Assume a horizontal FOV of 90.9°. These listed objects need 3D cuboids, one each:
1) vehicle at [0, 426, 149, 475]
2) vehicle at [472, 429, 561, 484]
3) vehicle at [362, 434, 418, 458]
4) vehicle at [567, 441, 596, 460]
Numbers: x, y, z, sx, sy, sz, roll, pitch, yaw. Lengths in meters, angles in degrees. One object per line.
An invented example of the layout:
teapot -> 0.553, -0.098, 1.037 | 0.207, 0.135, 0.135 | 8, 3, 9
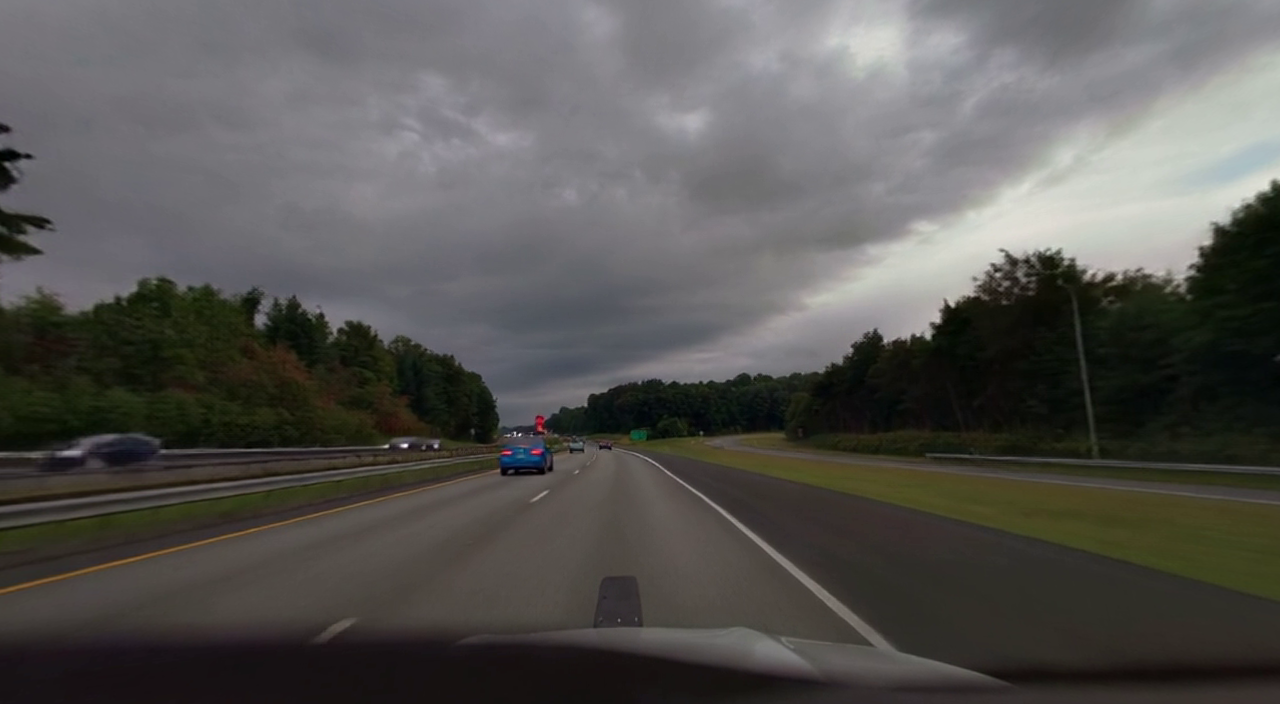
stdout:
vehicle -> -19.754, 3.406, 22.023 | 1.885, 1.527, 4.124 | 0, -8, -2
vehicle -> -3.954, 3.441, 21.056 | 2.047, 1.612, 4.631 | 0, -8, 0
vehicle -> -16.140, 6.100, 40.981 | 1.838, 1.473, 4.625 | 0, -8, -2
vehicle -> -4.397, 7.431, 47.917 | 1.874, 1.369, 3.875 | 0, -8, -2
